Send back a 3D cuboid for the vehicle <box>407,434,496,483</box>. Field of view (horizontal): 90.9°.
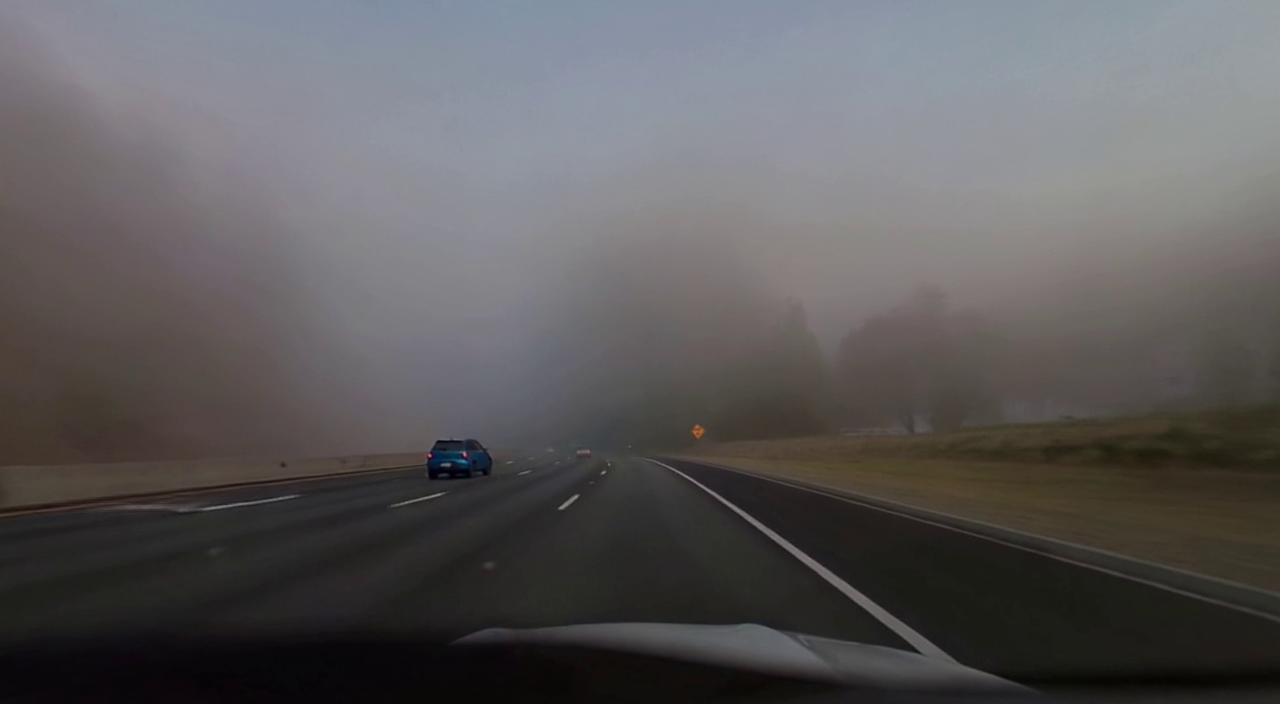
[{"bbox_3d":[-7.251,4.143,24.784,2.046,1.712,4.533,0,-8,0],"label":"vehicle"}]
